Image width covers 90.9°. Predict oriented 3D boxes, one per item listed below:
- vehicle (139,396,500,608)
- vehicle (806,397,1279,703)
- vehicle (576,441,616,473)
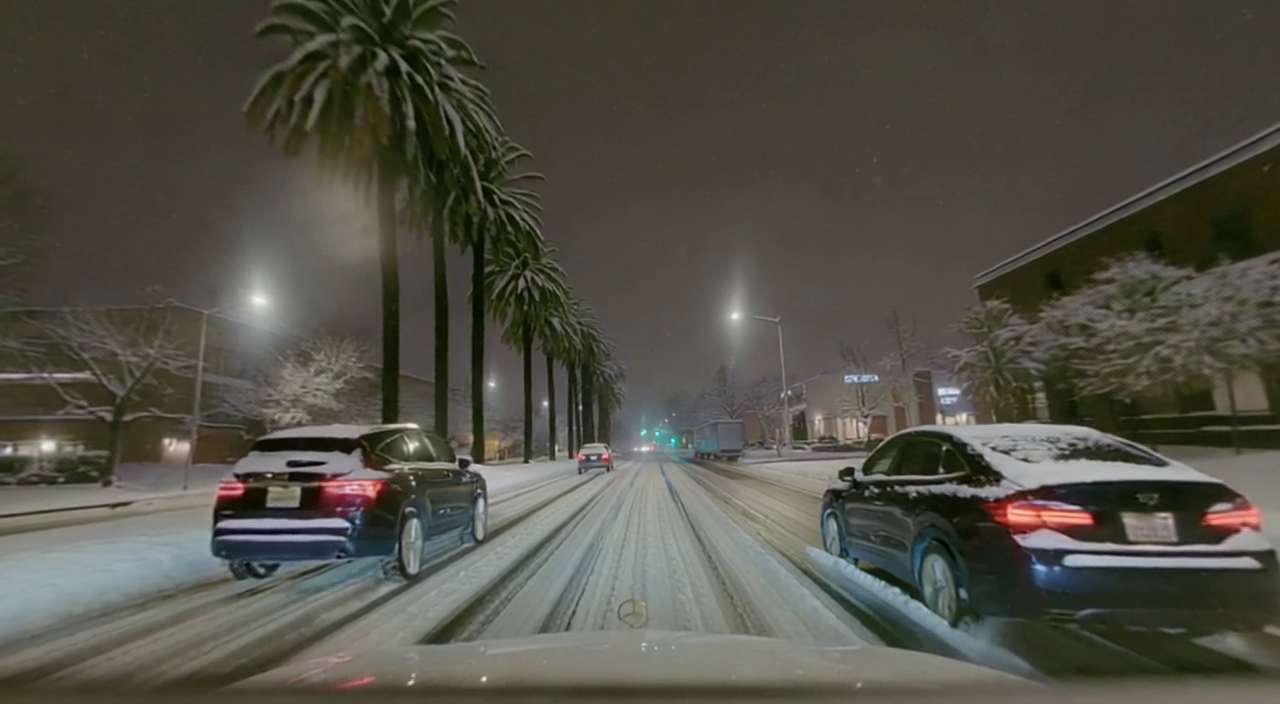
[{"bbox_3d":[-3.256,1.618,7.701,2.058,1.804,4.391,0,-8,0],"label":"vehicle"},{"bbox_3d":[2.885,1.277,5.055,1.946,1.513,4.133,0,-8,0],"label":"vehicle"},{"bbox_3d":[-2.535,6.188,37.504,1.998,1.743,4.402,-1,-8,1],"label":"vehicle"}]
